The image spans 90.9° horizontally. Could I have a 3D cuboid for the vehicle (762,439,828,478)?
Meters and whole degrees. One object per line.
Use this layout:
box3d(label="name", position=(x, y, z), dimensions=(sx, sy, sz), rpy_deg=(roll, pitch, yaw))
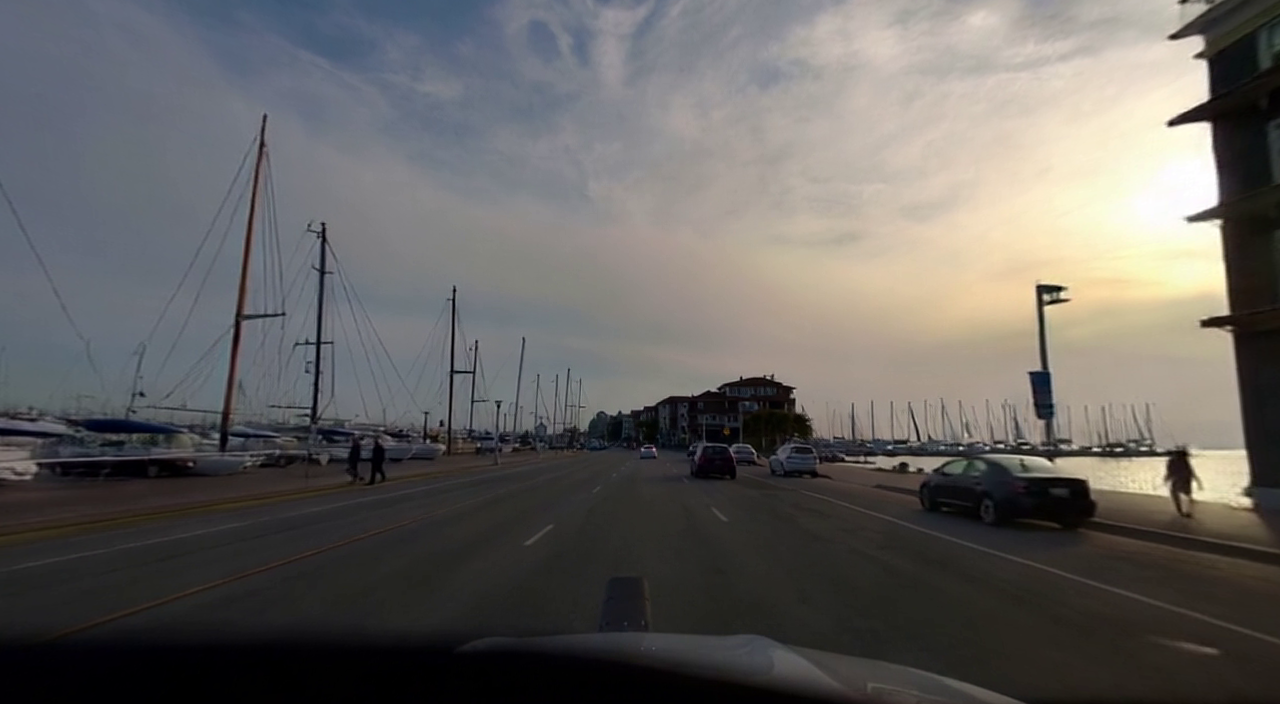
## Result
box3d(label="vehicle", position=(7.464, 5.158, 30.826), dimensions=(2.029, 1.750, 4.825), rpy_deg=(-1, -9, 0))

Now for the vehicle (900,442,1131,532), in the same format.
box3d(label="vehicle", position=(7.450, 2.683, 13.199), dimensions=(2.112, 1.514, 4.371), rpy_deg=(-1, -9, 0))

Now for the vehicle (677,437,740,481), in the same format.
box3d(label="vehicle", position=(2.700, 4.339, 25.789), dimensions=(2.047, 1.640, 4.051), rpy_deg=(0, -9, -1))

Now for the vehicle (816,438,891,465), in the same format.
box3d(label="vehicle", position=(14.821, 6.900, 43.852), dimensions=(4.406, 1.783, 2.020), rpy_deg=(1, -8, -4))
